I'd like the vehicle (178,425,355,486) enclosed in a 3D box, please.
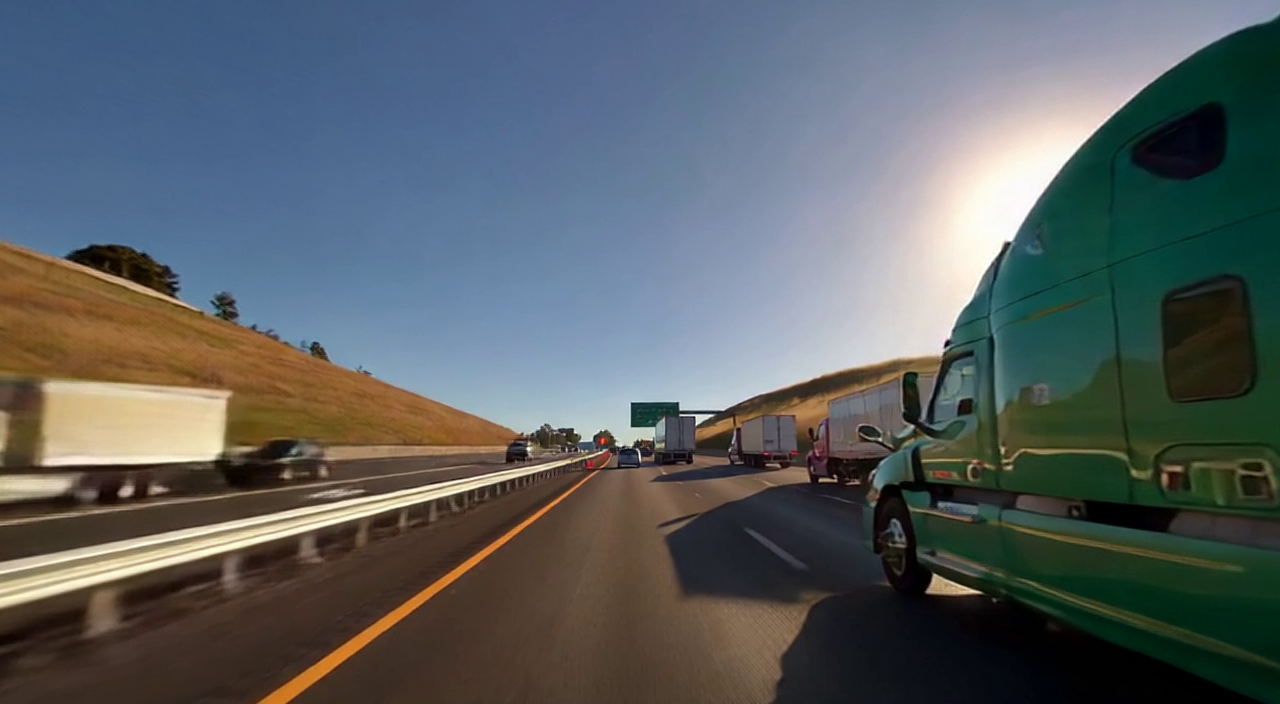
[{"bbox_3d":[-12.630,3.603,22.102,2.289,1.820,6.451,0,-9,0],"label":"vehicle"}]

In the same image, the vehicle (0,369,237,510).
[{"bbox_3d":[-12.529,2.072,14.745,2.278,2.621,5.863,0,-9,0],"label":"vehicle"}]

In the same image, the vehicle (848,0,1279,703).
[{"bbox_3d":[3.640,0.004,3.166,2.990,3.934,6.180,0,-9,0],"label":"vehicle"}]

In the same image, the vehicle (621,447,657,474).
[{"bbox_3d":[-0.107,6.108,35.671,1.927,1.437,3.794,0,-9,-1],"label":"vehicle"}]
